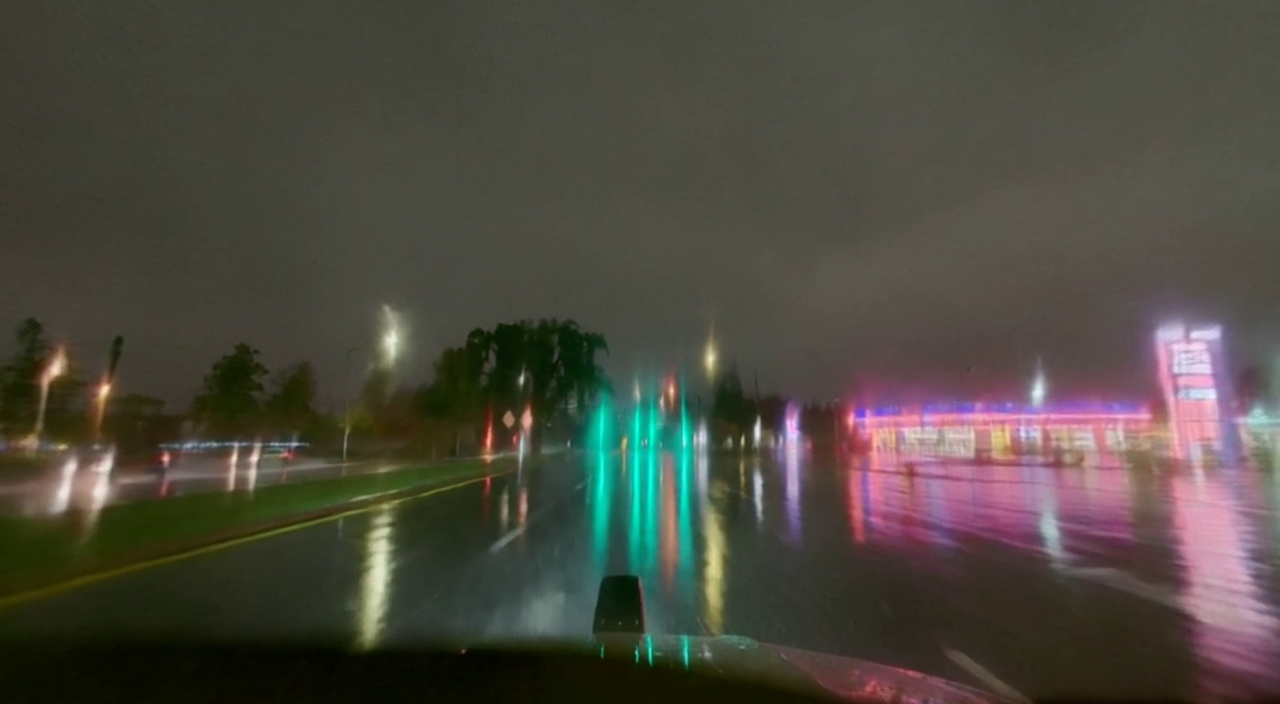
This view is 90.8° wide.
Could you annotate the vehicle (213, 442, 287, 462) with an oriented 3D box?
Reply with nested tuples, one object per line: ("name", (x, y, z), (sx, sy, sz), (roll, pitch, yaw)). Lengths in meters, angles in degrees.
("vehicle", (-30.122, 7.739, 48.874), (4.341, 1.465, 2.304), (-2, -8, 9))

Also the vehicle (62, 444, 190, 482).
("vehicle", (-22.590, 4.861, 28.018), (1.771, 1.524, 4.592), (0, -8, 0))
